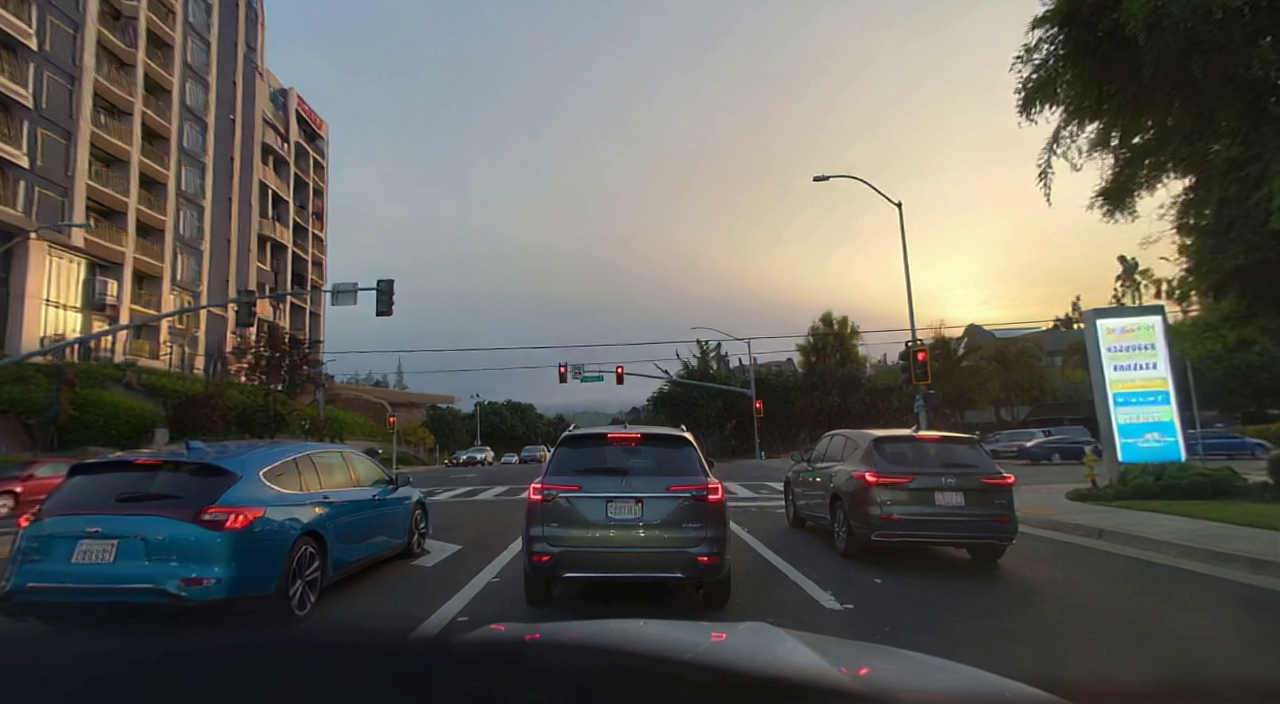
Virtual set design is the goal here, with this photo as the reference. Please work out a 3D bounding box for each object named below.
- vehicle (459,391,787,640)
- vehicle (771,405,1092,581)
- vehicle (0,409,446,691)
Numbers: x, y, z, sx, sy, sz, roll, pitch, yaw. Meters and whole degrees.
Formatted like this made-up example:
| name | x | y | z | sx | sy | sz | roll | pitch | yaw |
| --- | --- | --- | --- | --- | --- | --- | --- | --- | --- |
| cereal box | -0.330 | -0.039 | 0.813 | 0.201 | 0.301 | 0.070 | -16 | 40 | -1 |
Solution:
| name | x | y | z | sx | sy | sz | roll | pitch | yaw |
| --- | --- | --- | --- | --- | --- | --- | --- | --- | --- |
| vehicle | -0.127 | 1.412 | 6.440 | 2.195 | 1.662 | 4.262 | 0 | -8 | 0 |
| vehicle | 3.217 | 1.661 | 8.259 | 2.004 | 1.646 | 4.554 | 0 | -8 | 0 |
| vehicle | -3.546 | 1.424 | 5.813 | 1.906 | 1.524 | 4.547 | 0 | -8 | 2 |
